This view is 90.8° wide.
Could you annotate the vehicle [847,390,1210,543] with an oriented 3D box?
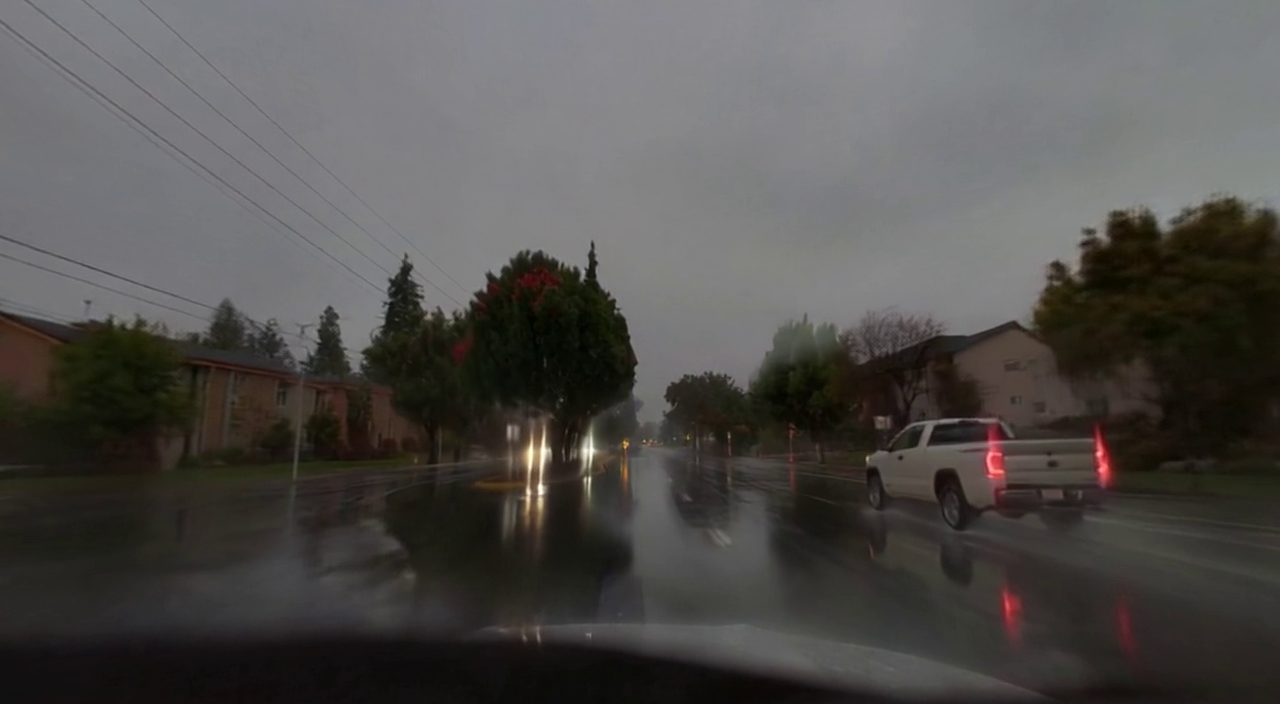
[{"bbox_3d":[6.034,1.935,11.278,2.493,1.956,6.125,0,-9,-1],"label":"vehicle"}]
